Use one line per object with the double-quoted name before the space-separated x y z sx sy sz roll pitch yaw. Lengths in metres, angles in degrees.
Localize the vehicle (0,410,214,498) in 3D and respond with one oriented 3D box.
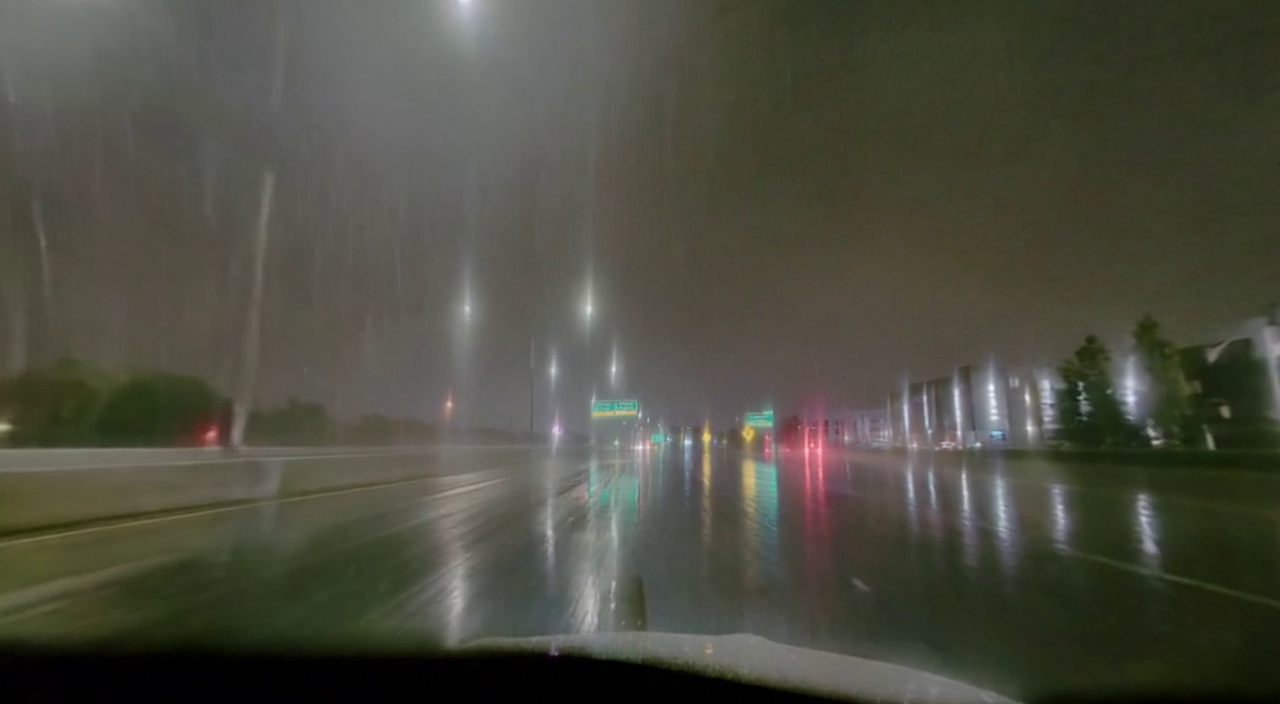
"vehicle" -29.321 4.950 30.497 2.814 3.766 20.399 -1 -9 1
